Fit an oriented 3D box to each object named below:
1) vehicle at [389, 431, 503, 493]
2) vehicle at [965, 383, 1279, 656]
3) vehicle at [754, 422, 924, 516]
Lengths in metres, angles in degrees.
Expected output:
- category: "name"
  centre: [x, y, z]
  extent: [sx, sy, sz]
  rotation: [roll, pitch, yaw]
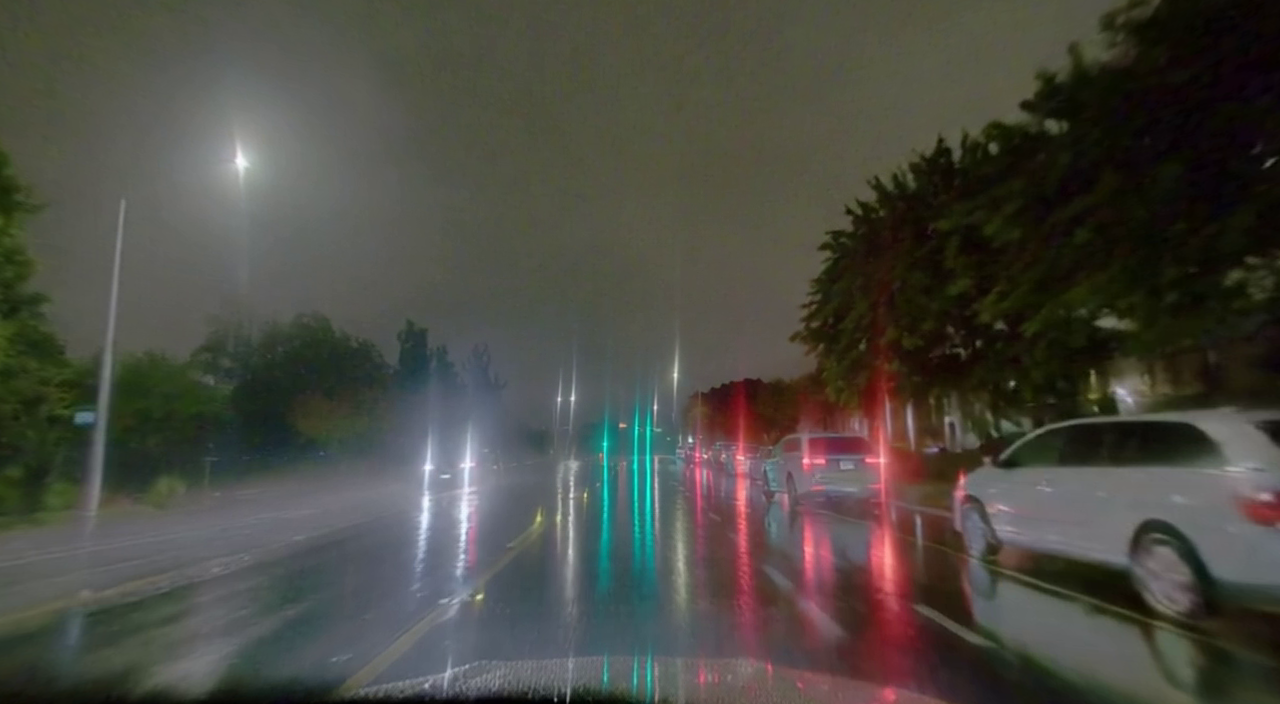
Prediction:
- category: "vehicle"
  centre: [-6.687, 3.877, 22.681]
  extent: [2.105, 1.919, 6.049]
  rotation: [0, -8, 0]
- category: "vehicle"
  centre: [5.143, 1.295, 5.487]
  extent: [2.039, 1.752, 4.686]
  rotation: [0, -9, -1]
- category: "vehicle"
  centre: [4.130, 2.511, 14.047]
  extent: [2.272, 1.744, 4.324]
  rotation: [0, -9, -1]
